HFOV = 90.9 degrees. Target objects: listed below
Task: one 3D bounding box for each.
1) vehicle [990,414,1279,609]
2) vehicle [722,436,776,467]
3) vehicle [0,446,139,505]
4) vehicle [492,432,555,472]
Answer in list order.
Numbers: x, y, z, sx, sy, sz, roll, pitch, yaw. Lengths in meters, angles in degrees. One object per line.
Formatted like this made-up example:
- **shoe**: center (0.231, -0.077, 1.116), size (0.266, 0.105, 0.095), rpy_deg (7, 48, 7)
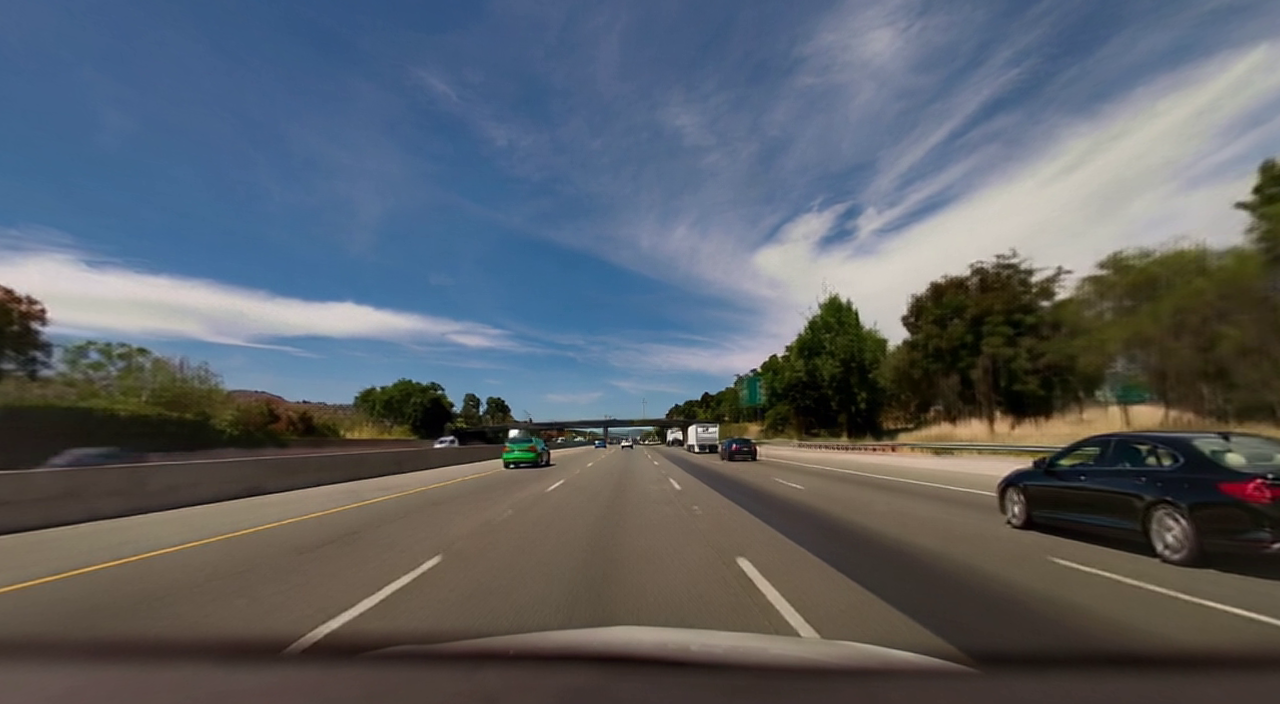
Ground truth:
- **vehicle**: center (5.920, 1.457, 6.589), size (2.028, 1.488, 4.236), rpy_deg (0, -8, -1)
- **vehicle**: center (5.428, 4.991, 31.943), size (1.920, 1.436, 3.890), rpy_deg (0, -8, -2)
- **vehicle**: center (-16.645, 3.407, 17.879), size (1.761, 1.419, 3.733), rpy_deg (0, -8, -1)
- **vehicle**: center (-4.849, 4.198, 26.743), size (1.966, 1.570, 3.859), rpy_deg (0, -8, -1)
